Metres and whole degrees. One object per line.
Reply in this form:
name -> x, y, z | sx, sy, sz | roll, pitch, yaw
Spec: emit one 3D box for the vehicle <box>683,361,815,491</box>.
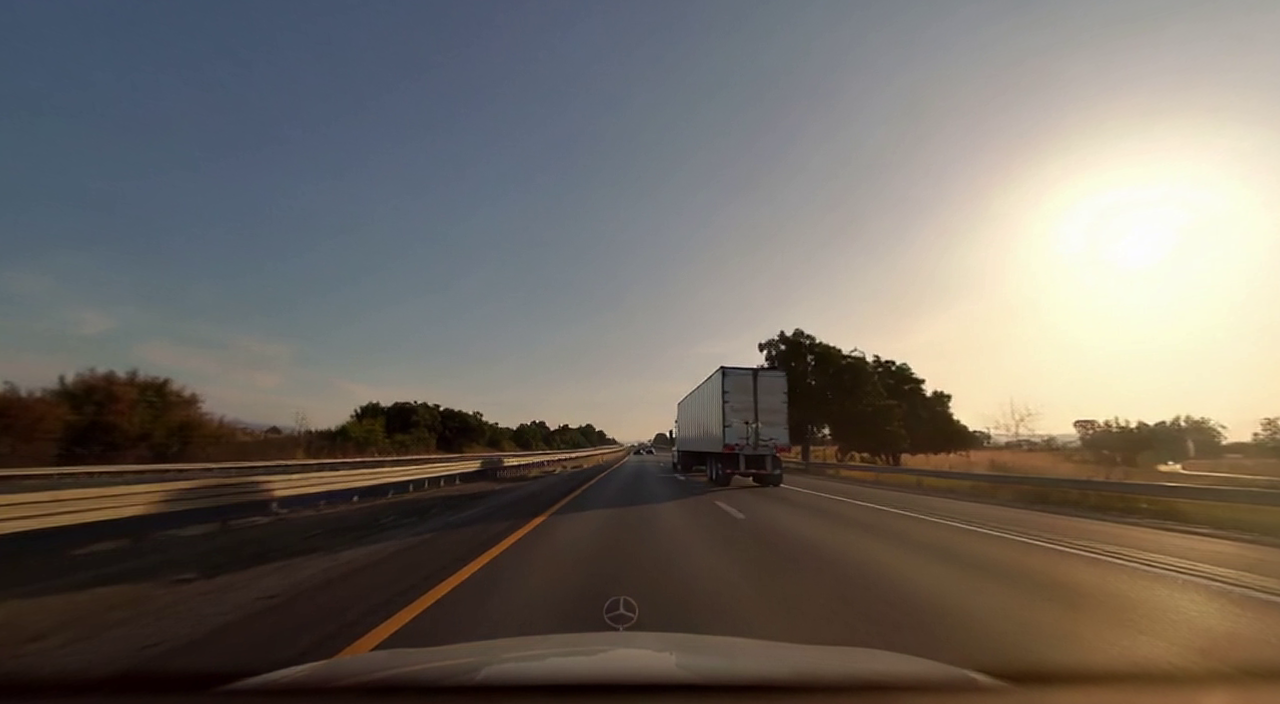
vehicle -> 3.896, 3.356, 26.592 | 2.938, 4.076, 13.362 | 0, -9, -1
